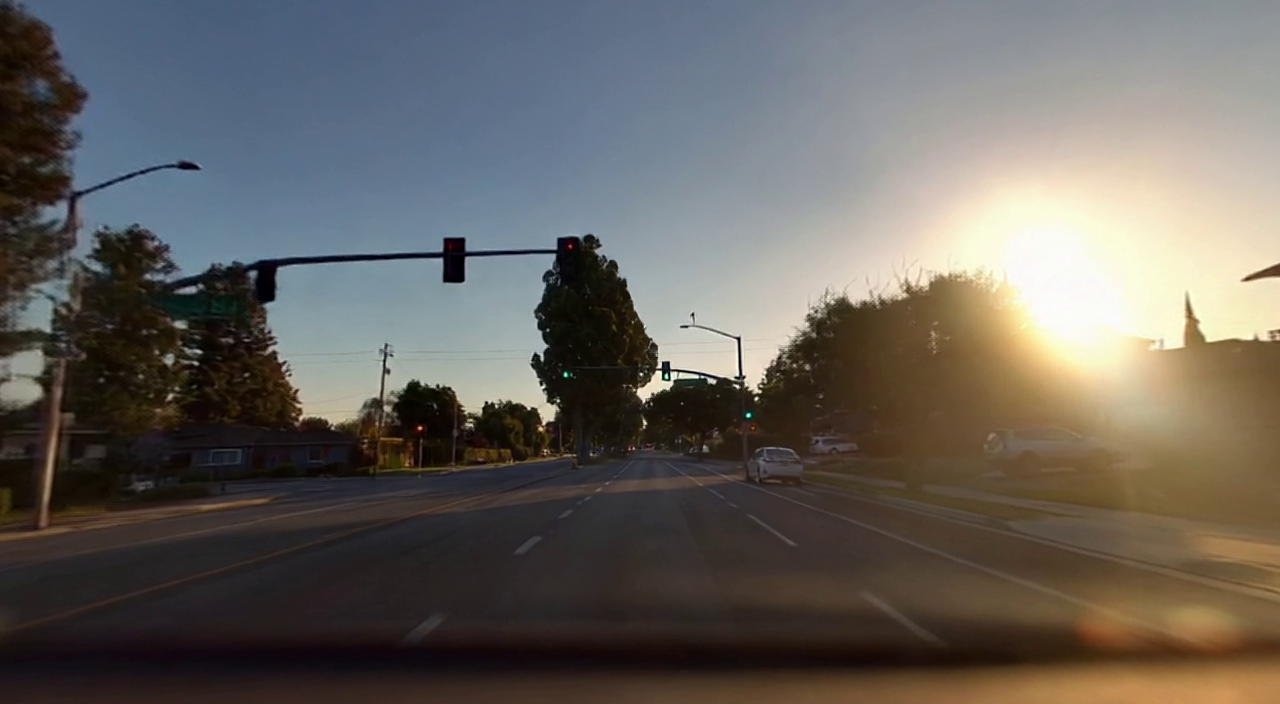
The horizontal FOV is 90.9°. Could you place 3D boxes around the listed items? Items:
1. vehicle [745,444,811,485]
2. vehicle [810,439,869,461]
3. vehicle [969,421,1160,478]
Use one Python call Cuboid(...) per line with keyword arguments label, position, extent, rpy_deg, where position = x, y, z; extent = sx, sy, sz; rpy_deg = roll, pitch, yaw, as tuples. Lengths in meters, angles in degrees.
Cuboid(label="vehicle", position=(5.734, 4.710, 26.669), extent=(1.950, 1.567, 4.083), rpy_deg=(0, -9, 1))
Cuboid(label="vehicle", position=(14.918, 7.346, 47.239), extent=(3.769, 1.598, 1.987), rpy_deg=(0, -9, 2))
Cuboid(label="vehicle", position=(13.379, 3.115, 20.136), extent=(4.474, 1.710, 2.148), rpy_deg=(0, -9, 1))
